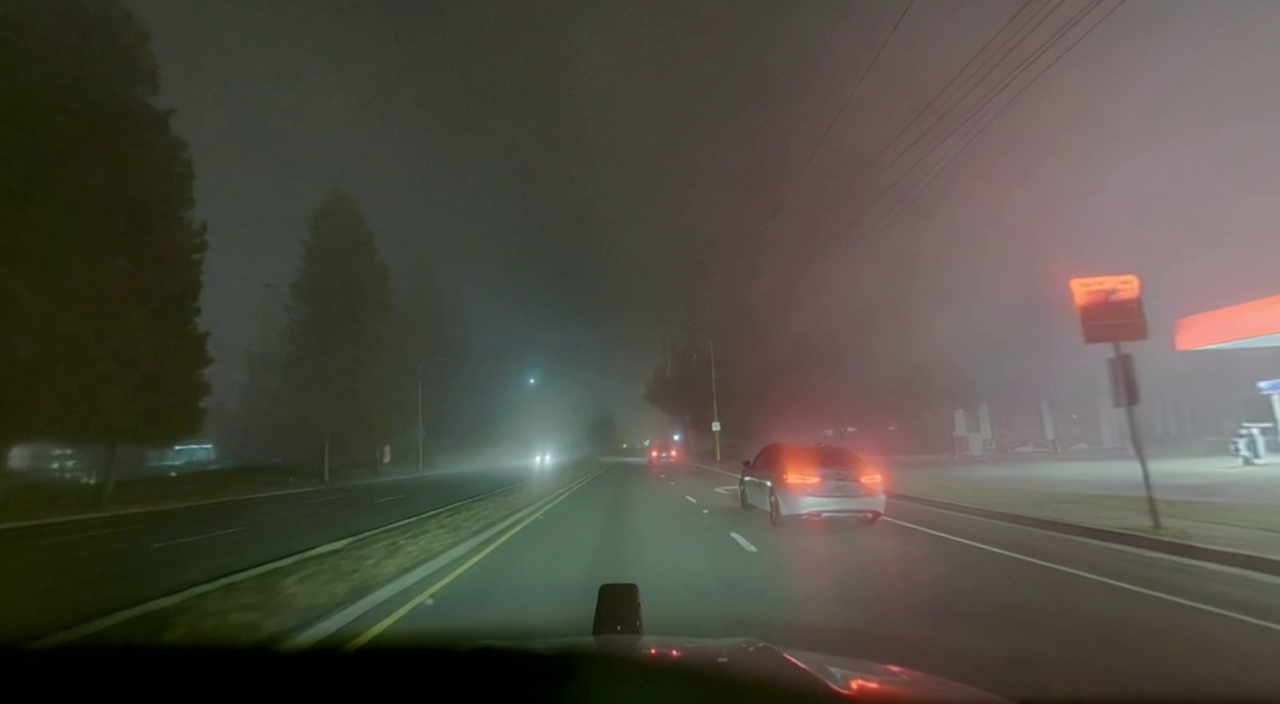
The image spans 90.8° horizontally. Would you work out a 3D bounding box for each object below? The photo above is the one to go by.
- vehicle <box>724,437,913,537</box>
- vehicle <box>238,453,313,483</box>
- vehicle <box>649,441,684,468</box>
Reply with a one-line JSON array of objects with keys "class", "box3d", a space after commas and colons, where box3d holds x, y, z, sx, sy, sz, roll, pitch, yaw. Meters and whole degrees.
[{"class": "vehicle", "box3d": [2.980, 2.348, 11.703, 2.061, 1.475, 4.296, 0, -8, -3]}, {"class": "vehicle", "box3d": [-24.576, 7.787, 42.863, 2.082, 1.829, 5.094, 0, -8, 0]}, {"class": "vehicle", "box3d": [1.872, 7.399, 45.772, 2.115, 1.840, 4.777, 0, -8, -3]}]
